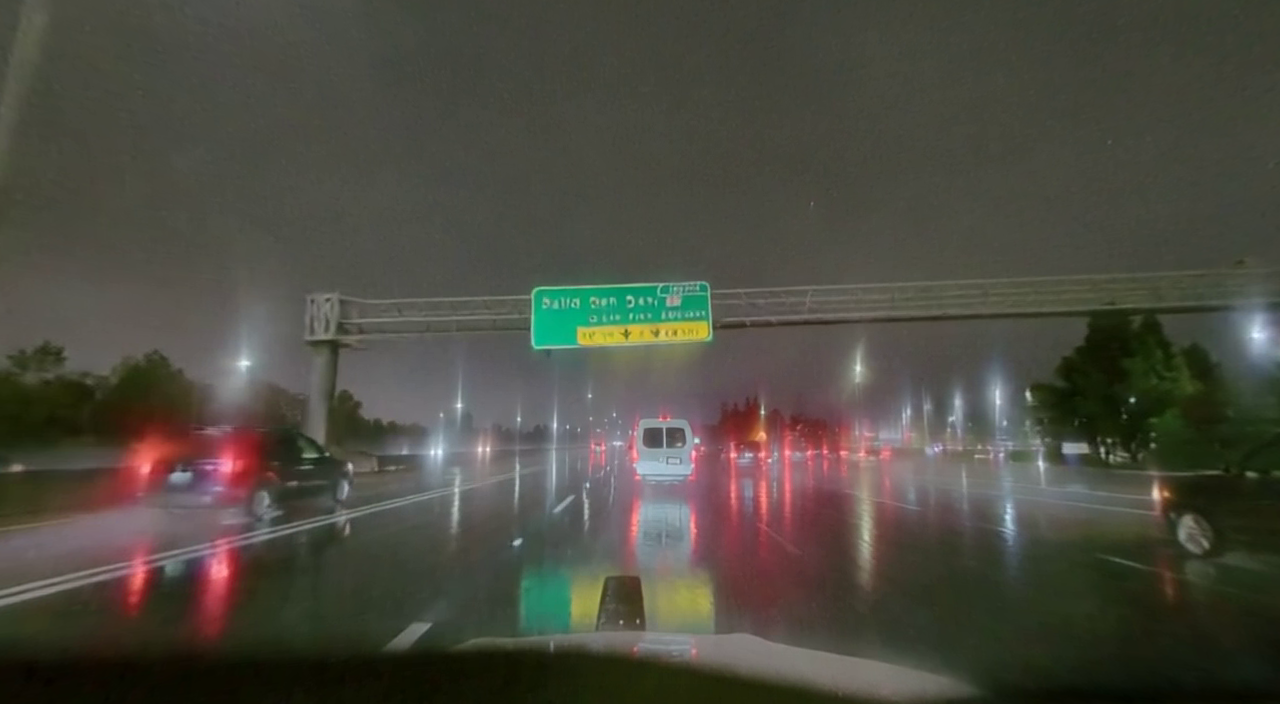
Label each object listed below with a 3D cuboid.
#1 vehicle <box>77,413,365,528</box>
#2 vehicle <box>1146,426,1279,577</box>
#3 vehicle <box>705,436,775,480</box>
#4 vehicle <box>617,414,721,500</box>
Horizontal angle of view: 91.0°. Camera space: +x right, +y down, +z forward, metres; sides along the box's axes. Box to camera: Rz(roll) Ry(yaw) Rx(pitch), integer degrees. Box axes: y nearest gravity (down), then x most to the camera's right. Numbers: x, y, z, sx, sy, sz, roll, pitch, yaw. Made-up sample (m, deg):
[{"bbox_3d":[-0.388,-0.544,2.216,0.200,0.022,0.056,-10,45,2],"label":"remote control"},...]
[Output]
[{"bbox_3d":[-7.599,2.210,12.308,2.192,1.776,4.957,0,-9,0],"label":"vehicle"},{"bbox_3d":[7.471,1.422,5.730,2.016,1.507,4.474,0,-9,0],"label":"vehicle"},{"bbox_3d":[4.052,4.379,26.267,2.146,1.678,4.489,0,-9,-1],"label":"vehicle"},{"bbox_3d":[0.646,2.884,17.588,2.509,2.062,4.639,0,-9,-1],"label":"vehicle"}]
